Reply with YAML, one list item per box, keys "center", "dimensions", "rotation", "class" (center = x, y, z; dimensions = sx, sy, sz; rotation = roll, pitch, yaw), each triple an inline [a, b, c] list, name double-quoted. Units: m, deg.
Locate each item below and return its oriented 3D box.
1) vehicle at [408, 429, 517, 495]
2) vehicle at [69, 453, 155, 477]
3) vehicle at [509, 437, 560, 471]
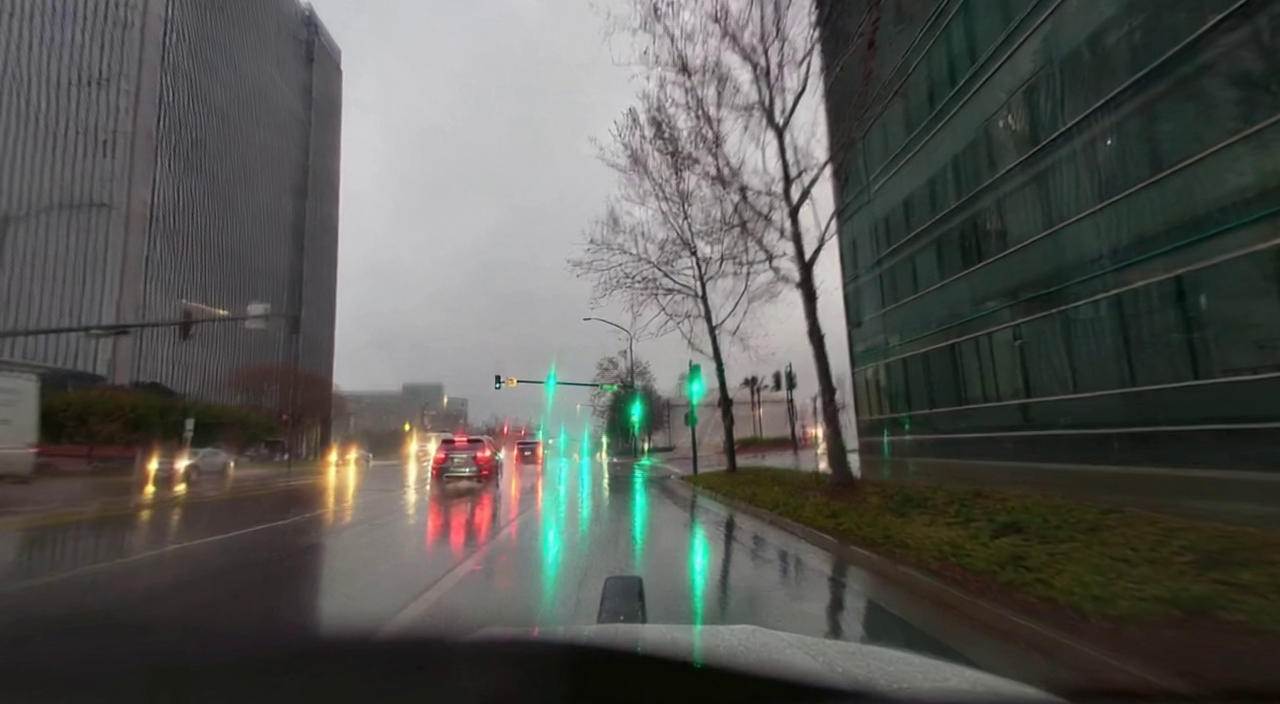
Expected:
- center: [-5.249, 3.321, 19.335]
  dimensions: [2.169, 1.741, 4.588]
  rotation: [1, -9, -3]
  class: "vehicle"
- center: [-41.545, 8.864, 49.612]
  dimensions: [4.760, 1.526, 2.108]
  rotation: [-1, -7, -5]
  class: "vehicle"
- center: [-6.200, 6.083, 37.627]
  dimensions: [2.384, 1.849, 5.009]
  rotation: [1, -9, -2]
  class: "vehicle"
